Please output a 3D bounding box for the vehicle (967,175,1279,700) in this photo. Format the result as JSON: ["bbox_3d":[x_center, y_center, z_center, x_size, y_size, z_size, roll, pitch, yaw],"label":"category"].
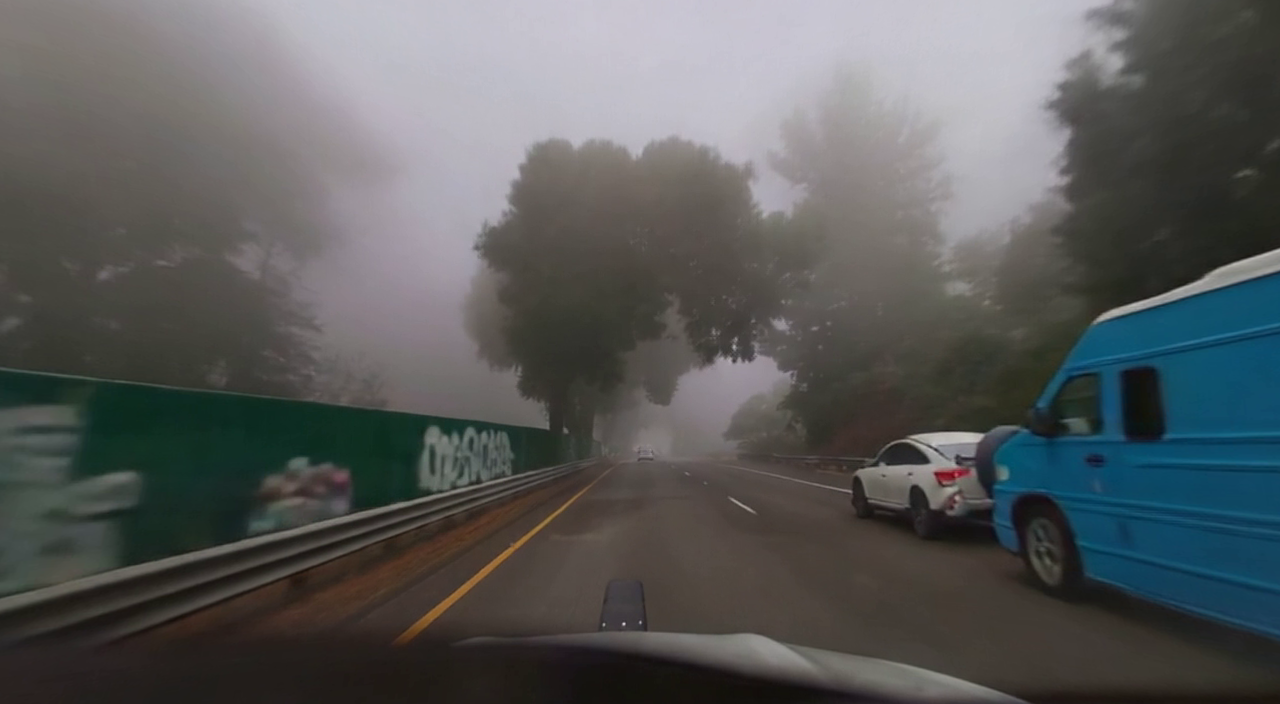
[{"bbox_3d":[4.643,0.342,2.613,2.712,2.659,6.992,0,-8,-1],"label":"vehicle"}]
